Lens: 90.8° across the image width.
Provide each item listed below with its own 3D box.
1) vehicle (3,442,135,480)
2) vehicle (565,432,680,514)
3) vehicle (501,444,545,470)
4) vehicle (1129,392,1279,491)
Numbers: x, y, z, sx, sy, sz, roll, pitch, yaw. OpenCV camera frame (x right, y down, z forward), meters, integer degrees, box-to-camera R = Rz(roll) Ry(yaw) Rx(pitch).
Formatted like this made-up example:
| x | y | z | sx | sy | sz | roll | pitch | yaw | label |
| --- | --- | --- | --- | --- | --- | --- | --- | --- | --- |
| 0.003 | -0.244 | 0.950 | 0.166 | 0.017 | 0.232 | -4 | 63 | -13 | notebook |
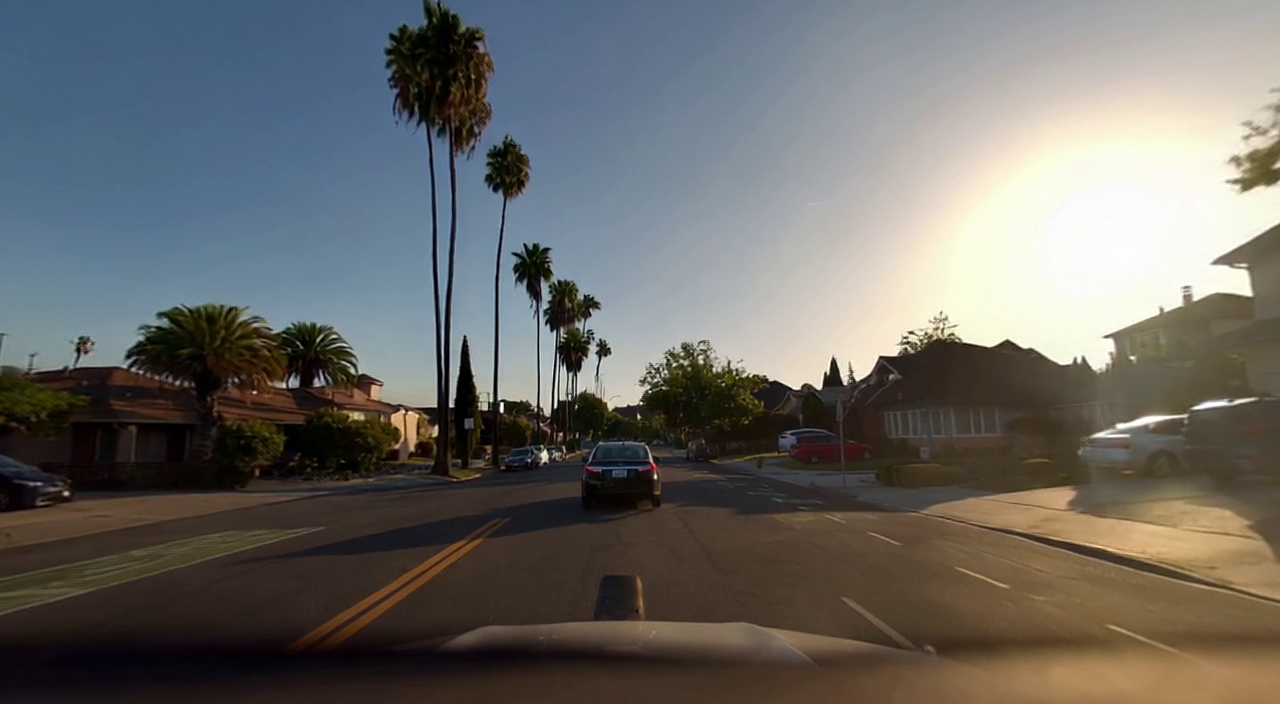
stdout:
| x | y | z | sx | sy | sz | roll | pitch | yaw | label |
| --- | --- | --- | --- | --- | --- | --- | --- | --- | --- |
| -29.372 | 5.596 | 32.737 | 1.918 | 1.821 | 4.769 | -1 | -9 | 10 | vehicle |
| -0.364 | 2.543 | 13.729 | 2.098 | 1.483 | 4.099 | 0 | -9 | -1 | vehicle |
| -8.042 | 7.201 | 43.658 | 2.069 | 1.441 | 4.368 | -3 | -7 | 1 | vehicle |
| 13.759 | 1.888 | 13.372 | 4.913 | 1.930 | 2.020 | -1 | -9 | 5 | vehicle |
